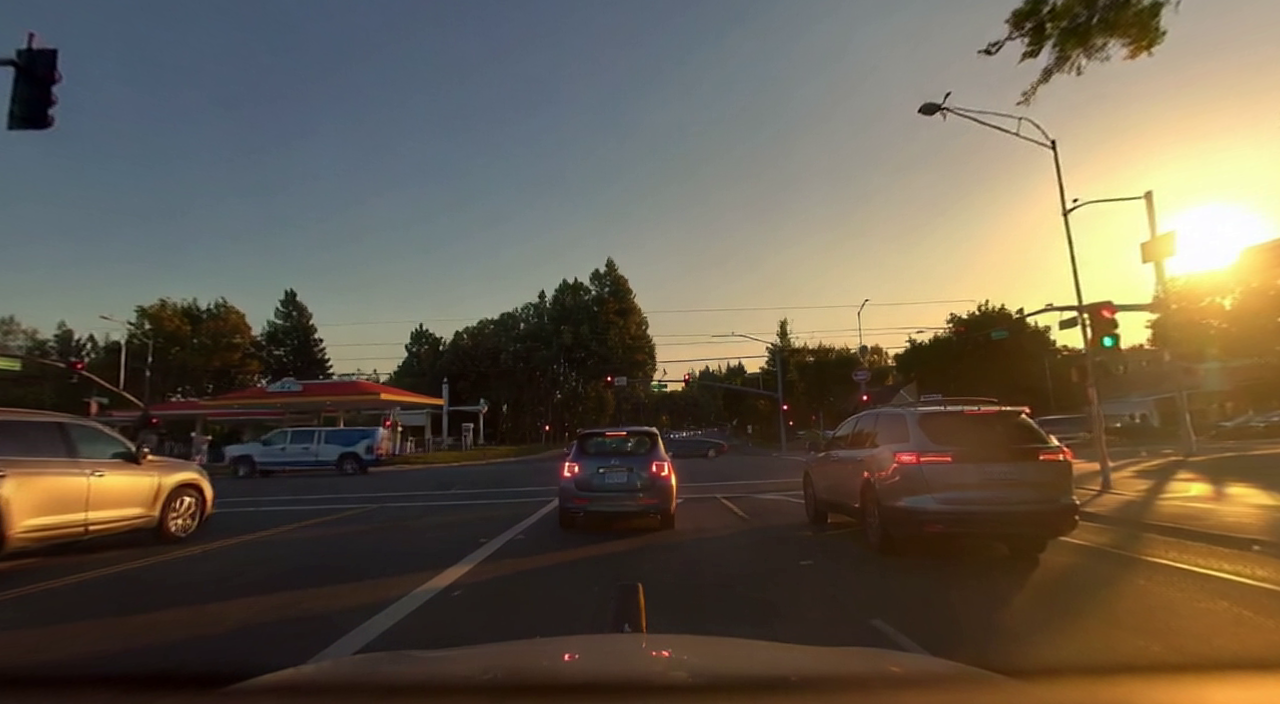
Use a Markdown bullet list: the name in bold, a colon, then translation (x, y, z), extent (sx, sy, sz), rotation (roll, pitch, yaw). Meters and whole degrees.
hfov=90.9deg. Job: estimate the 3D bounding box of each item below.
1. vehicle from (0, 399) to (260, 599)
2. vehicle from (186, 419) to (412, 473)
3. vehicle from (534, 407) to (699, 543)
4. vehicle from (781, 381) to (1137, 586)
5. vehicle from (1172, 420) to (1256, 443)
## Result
- **vehicle**: translation (-6.729, 1.496, 6.842), extent (2.011, 1.774, 4.866), rotation (0, -8, 2)
- **vehicle**: translation (-21.882, 6.116, 41.091), extent (12.640, 3.321, 2.995), rotation (0, -8, -3)
- **vehicle**: translation (-0.297, 1.841, 9.992), extent (2.067, 1.702, 3.987), rotation (0, -8, 0)
- **vehicle**: translation (3.260, 1.458, 7.715), extent (2.083, 1.779, 4.347), rotation (0, -8, 0)
- **vehicle**: translation (40.671, 5.686, 44.679), extent (4.276, 1.579, 1.762), rotation (0, -8, -3)
